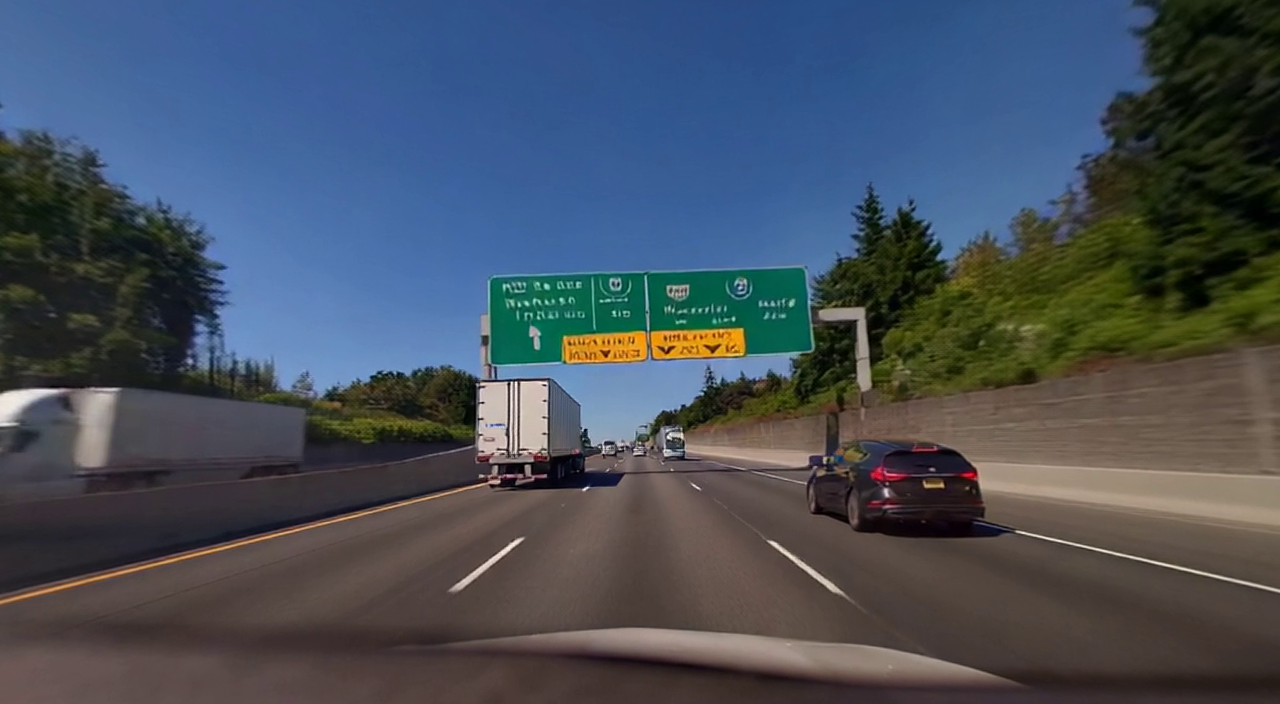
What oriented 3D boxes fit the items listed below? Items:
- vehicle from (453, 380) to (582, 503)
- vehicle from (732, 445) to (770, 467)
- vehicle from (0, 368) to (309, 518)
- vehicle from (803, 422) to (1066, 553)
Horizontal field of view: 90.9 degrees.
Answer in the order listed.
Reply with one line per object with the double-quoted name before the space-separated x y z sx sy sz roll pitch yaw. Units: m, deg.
"vehicle" -3.515 2.839 19.910 2.667 3.195 6.731 0 -9 0
"vehicle" 7.987 7.511 45.573 1.876 1.475 4.185 0 -9 -1
"vehicle" -19.133 3.732 25.009 3.205 4.080 16.329 -2 -9 0
"vehicle" 4.066 1.941 9.632 1.983 1.545 4.038 0 -9 -1
